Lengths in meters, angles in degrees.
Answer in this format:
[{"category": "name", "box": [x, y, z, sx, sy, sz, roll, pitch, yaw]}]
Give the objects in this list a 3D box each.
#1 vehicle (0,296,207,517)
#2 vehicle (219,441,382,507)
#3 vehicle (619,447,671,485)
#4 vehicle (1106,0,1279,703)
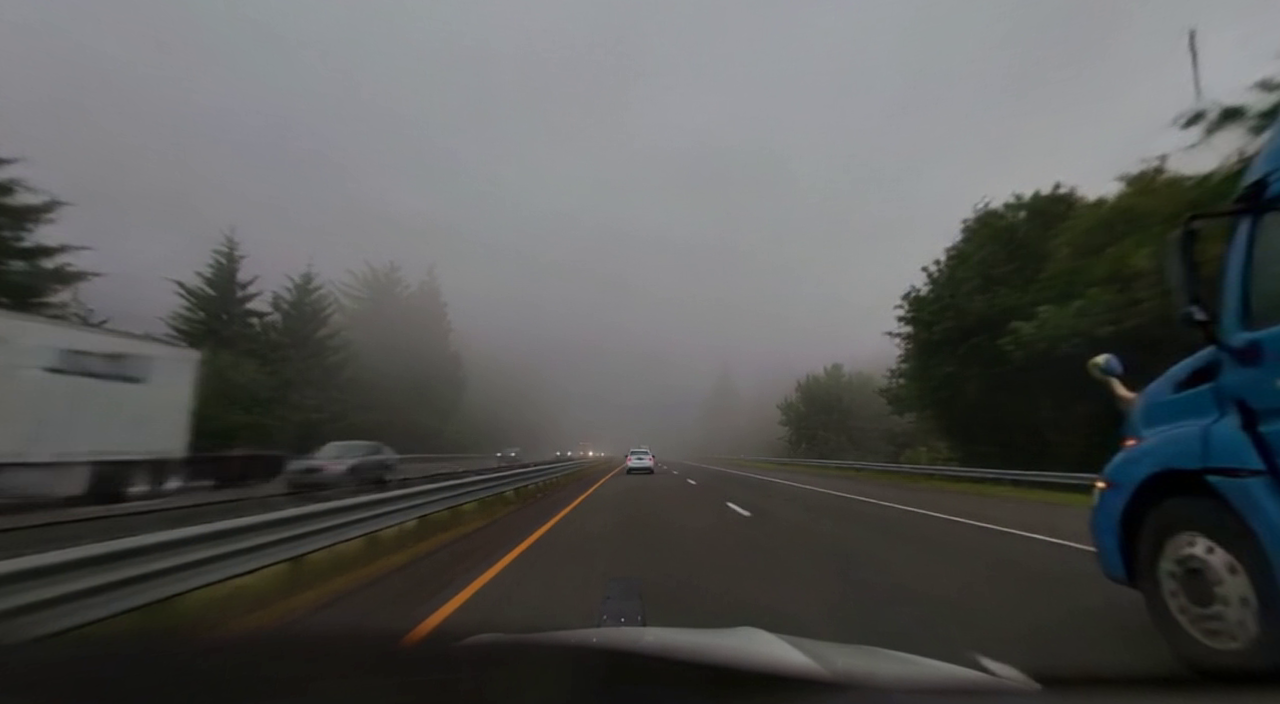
[{"category": "vehicle", "box": [-13.167, 0.994, 11.548, 2.977, 3.982, 10.269, 0, -9, 1]}, {"category": "vehicle", "box": [-8.458, 3.049, 16.202, 1.851, 1.457, 4.155, 0, -9, 0]}, {"category": "vehicle", "box": [0.185, 4.951, 27.785, 2.114, 1.523, 4.012, 0, -9, -1]}, {"category": "vehicle", "box": [4.367, -0.554, 0.684, 3.010, 3.911, 5.858, 0, -9, 0]}]
